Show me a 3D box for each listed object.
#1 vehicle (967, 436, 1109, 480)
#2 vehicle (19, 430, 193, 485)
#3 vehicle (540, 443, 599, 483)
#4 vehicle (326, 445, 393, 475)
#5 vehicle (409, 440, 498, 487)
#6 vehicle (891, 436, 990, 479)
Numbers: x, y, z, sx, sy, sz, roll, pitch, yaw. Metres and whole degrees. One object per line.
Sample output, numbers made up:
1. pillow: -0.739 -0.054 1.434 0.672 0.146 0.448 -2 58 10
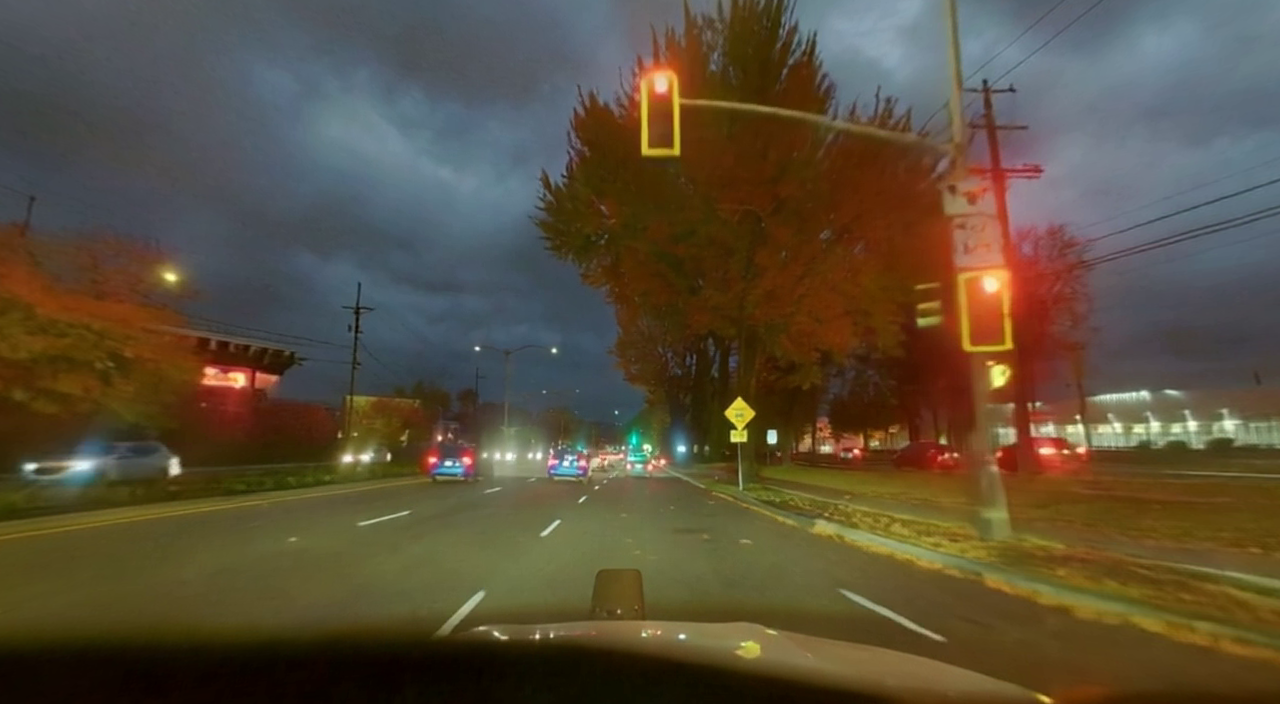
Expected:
1. vehicle: 14.659 3.918 23.503 1.826 1.474 4.254 3 -9 -16
2. vehicle: -19.552 3.897 23.473 2.118 1.798 4.923 1 -9 0
3. vehicle: -3.196 5.142 29.468 2.085 1.663 4.513 0 -9 2
4. vehicle: -15.589 5.999 35.227 1.843 1.520 3.995 0 -9 1
5. vehicle: -6.883 4.154 23.768 1.932 1.596 4.247 0 -9 1
6. vehicle: 13.340 4.660 28.246 1.862 1.559 3.959 -3 -6 -11
